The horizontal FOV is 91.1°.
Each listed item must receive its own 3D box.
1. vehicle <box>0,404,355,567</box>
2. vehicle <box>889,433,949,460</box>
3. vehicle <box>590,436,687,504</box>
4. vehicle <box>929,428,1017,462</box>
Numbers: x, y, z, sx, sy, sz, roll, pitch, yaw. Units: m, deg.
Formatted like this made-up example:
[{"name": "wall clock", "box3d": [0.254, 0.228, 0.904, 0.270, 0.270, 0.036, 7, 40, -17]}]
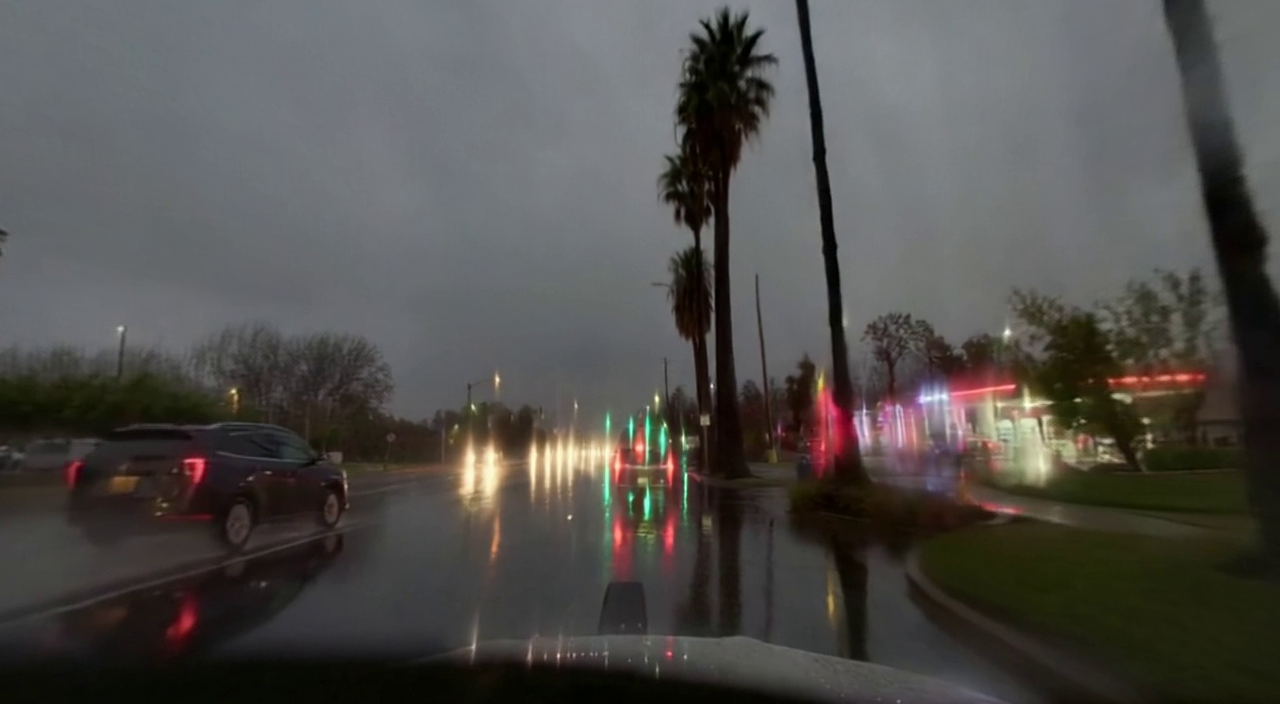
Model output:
[{"name": "vehicle", "box3d": [-6.175, 1.763, 8.925, 2.057, 1.705, 4.394, 0, -9, 1]}, {"name": "vehicle", "box3d": [17.088, 5.824, 38.633, 1.902, 1.502, 4.395, 0, -9, 4]}, {"name": "vehicle", "box3d": [0.016, 2.957, 16.139, 2.145, 1.483, 4.453, 0, -9, 1]}, {"name": "vehicle", "box3d": [17.229, 4.860, 32.748, 2.009, 1.630, 4.436, 1, -9, -2]}]
